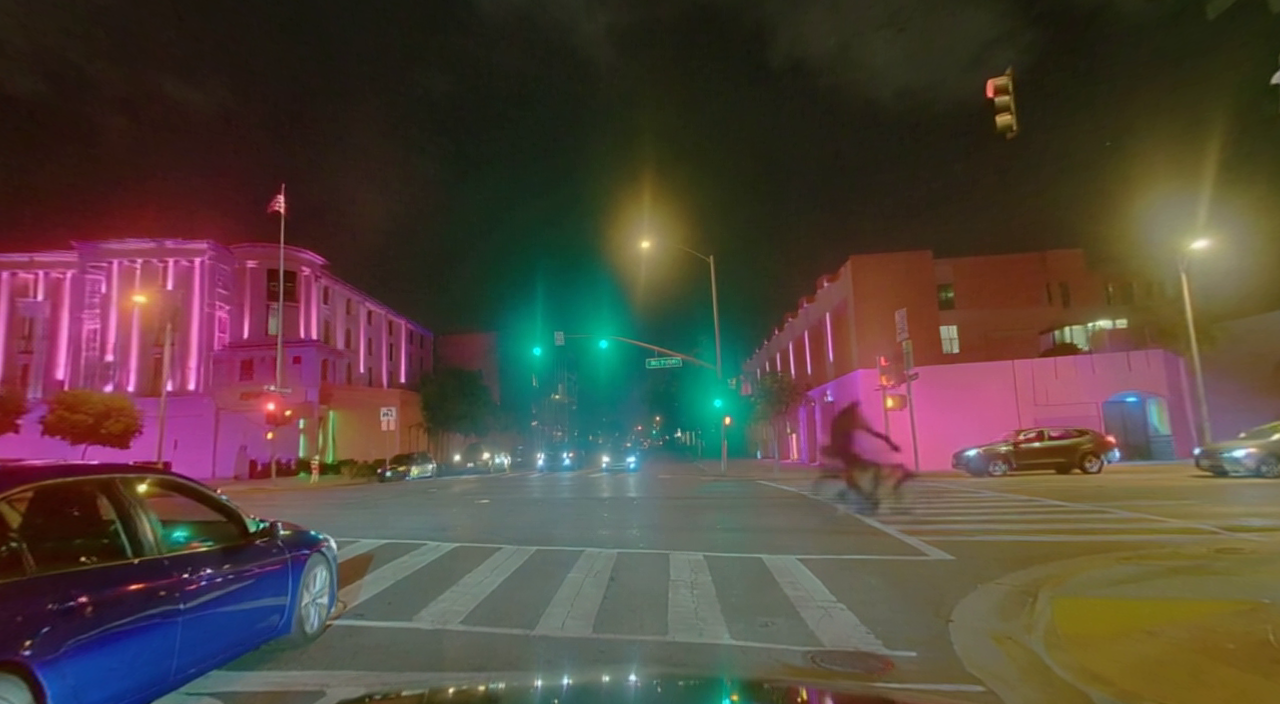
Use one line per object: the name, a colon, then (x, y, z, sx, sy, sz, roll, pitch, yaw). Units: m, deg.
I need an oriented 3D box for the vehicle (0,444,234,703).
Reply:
vehicle: (-3.697, 0.980, 2.158, 1.759, 1.325, 4.295, 0, -9, 0)

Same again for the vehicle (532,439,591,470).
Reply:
vehicle: (-4.491, 5.986, 36.872, 1.928, 1.647, 4.575, -2, -9, 13)

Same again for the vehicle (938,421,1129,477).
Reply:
vehicle: (11.575, 2.894, 18.802, 4.355, 1.546, 1.820, -1, -9, 6)

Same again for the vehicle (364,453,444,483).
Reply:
vehicle: (-12.571, 6.176, 33.899, 1.976, 1.425, 4.567, -1, -9, 9)

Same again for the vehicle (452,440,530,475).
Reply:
vehicle: (-8.388, 5.980, 36.070, 2.152, 1.825, 5.406, -2, -9, 12)

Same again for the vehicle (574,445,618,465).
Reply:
vehicle: (-3.023, 7.181, 44.098, 1.743, 1.362, 4.350, -2, -9, 14)
